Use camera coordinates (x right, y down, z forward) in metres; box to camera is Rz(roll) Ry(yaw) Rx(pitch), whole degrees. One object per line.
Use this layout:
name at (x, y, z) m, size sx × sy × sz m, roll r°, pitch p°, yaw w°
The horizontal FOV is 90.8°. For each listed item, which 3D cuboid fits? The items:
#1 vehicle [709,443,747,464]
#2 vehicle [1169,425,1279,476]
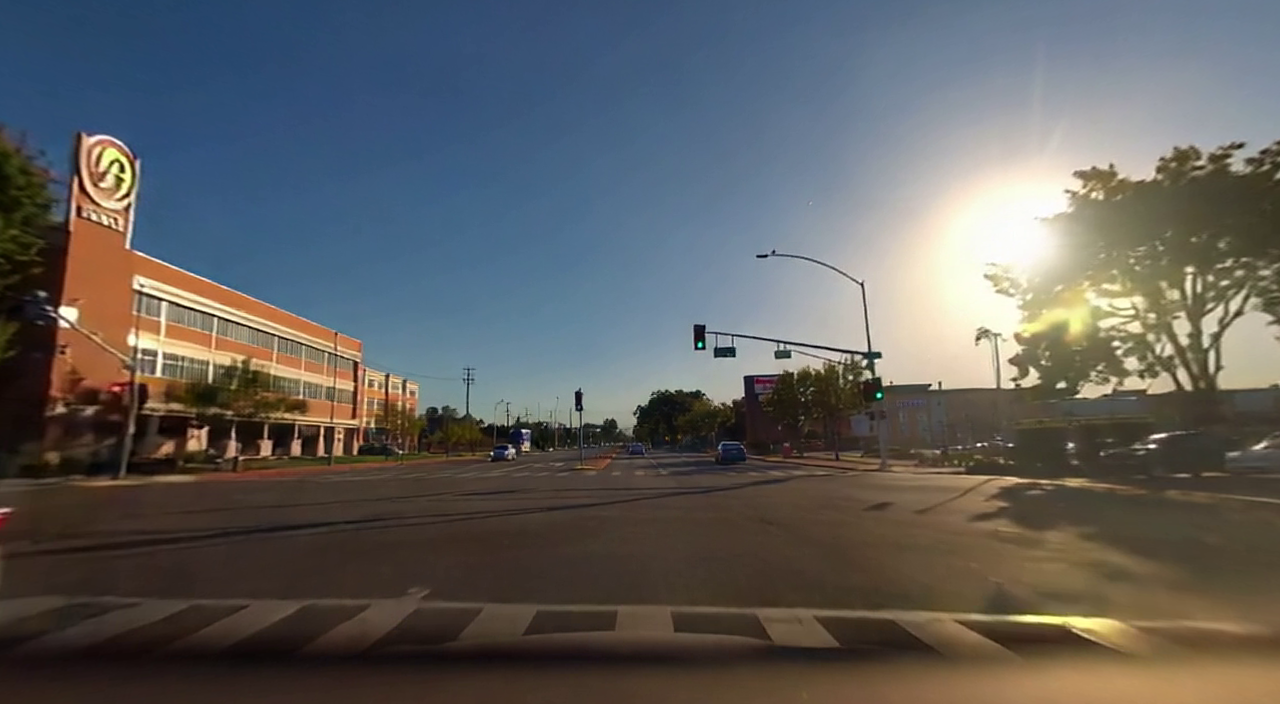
vehicle at (6.261, 7.286, 45.365) m, size 1.916 × 1.437 × 4.327 m, roll 0°, pitch -9°, yaw -3°
vehicle at (19.613, 3.048, 19.616) m, size 4.722 × 1.477 × 1.964 m, roll 1°, pitch -9°, yaw -4°
